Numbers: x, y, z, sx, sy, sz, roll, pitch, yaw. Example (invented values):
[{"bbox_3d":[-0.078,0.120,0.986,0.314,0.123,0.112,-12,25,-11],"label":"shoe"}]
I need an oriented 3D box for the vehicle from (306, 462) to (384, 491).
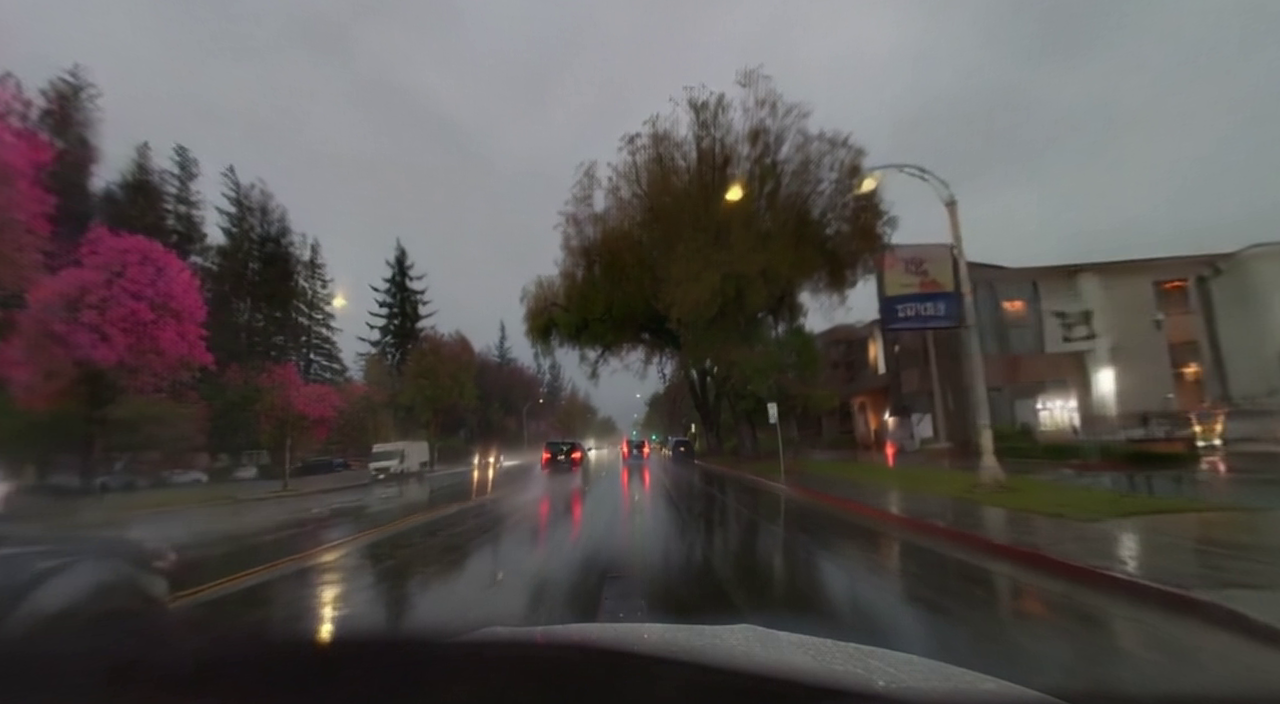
[{"bbox_3d":[-16.305,6.875,35.231,1.880,1.372,4.915,0,-9,1],"label":"vehicle"}]

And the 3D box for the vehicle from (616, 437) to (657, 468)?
[{"bbox_3d":[-0.258,6.161,38.788,2.376,1.801,4.317,0,-9,-2],"label":"vehicle"}]

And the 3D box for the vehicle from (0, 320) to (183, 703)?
[{"bbox_3d":[-3.116,0.512,0.163,2.257,1.751,5.028,0,-9,-1],"label":"vehicle"}]

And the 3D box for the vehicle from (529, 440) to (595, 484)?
[{"bbox_3d":[-3.096,4.474,25.983,2.167,1.634,4.220,0,-9,0],"label":"vehicle"}]

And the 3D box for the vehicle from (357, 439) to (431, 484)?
[{"bbox_3d":[-16.428,7.280,42.578,2.474,2.431,6.256,-5,-7,-1],"label":"vehicle"}]
